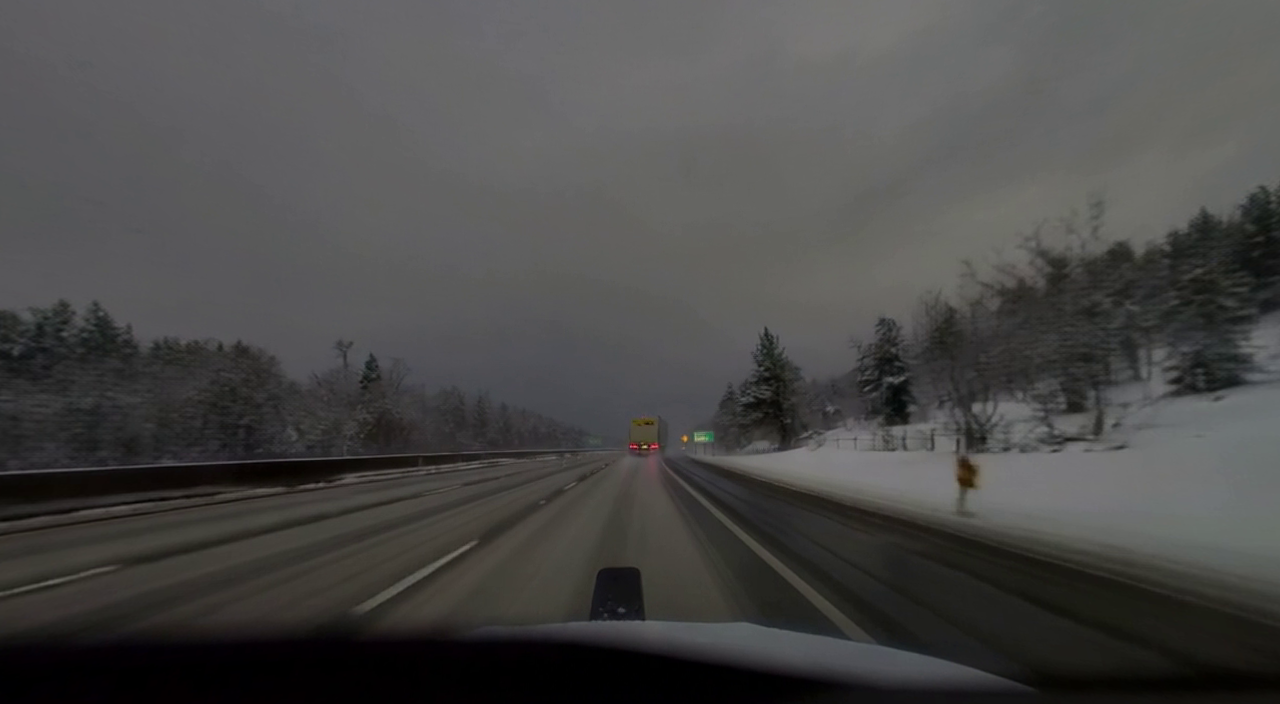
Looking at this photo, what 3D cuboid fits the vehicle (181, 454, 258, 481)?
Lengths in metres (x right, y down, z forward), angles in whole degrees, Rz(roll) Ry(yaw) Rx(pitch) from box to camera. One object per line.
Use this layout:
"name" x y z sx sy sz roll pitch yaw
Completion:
"vehicle" -24.148 6.630 36.400 1.719 1.426 3.827 0 -9 1
